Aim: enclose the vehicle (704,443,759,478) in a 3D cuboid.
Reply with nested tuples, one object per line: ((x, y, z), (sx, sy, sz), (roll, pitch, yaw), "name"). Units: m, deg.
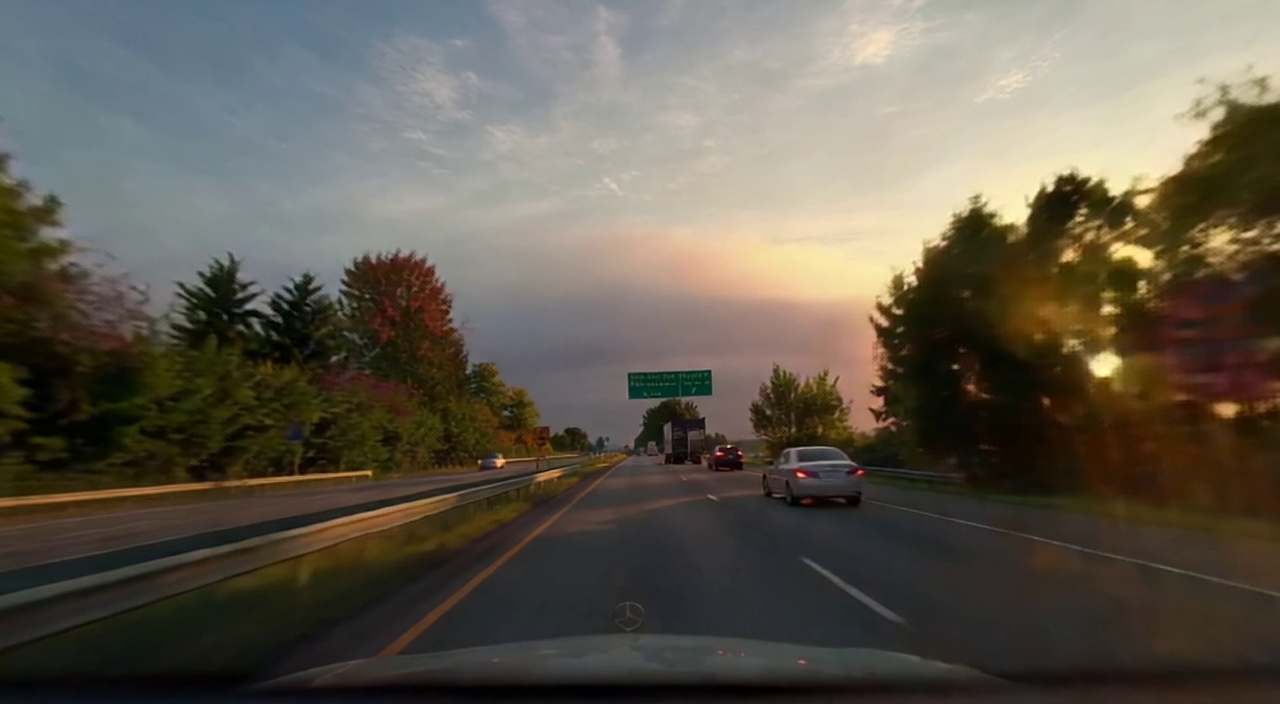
((4.748, 5.714, 33.355), (2.118, 1.688, 4.715), (0, -9, -1), "vehicle")

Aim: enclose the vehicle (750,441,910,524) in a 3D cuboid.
((3.949, 2.795, 14.139), (2.031, 1.491, 4.883), (0, -9, 0), "vehicle")
